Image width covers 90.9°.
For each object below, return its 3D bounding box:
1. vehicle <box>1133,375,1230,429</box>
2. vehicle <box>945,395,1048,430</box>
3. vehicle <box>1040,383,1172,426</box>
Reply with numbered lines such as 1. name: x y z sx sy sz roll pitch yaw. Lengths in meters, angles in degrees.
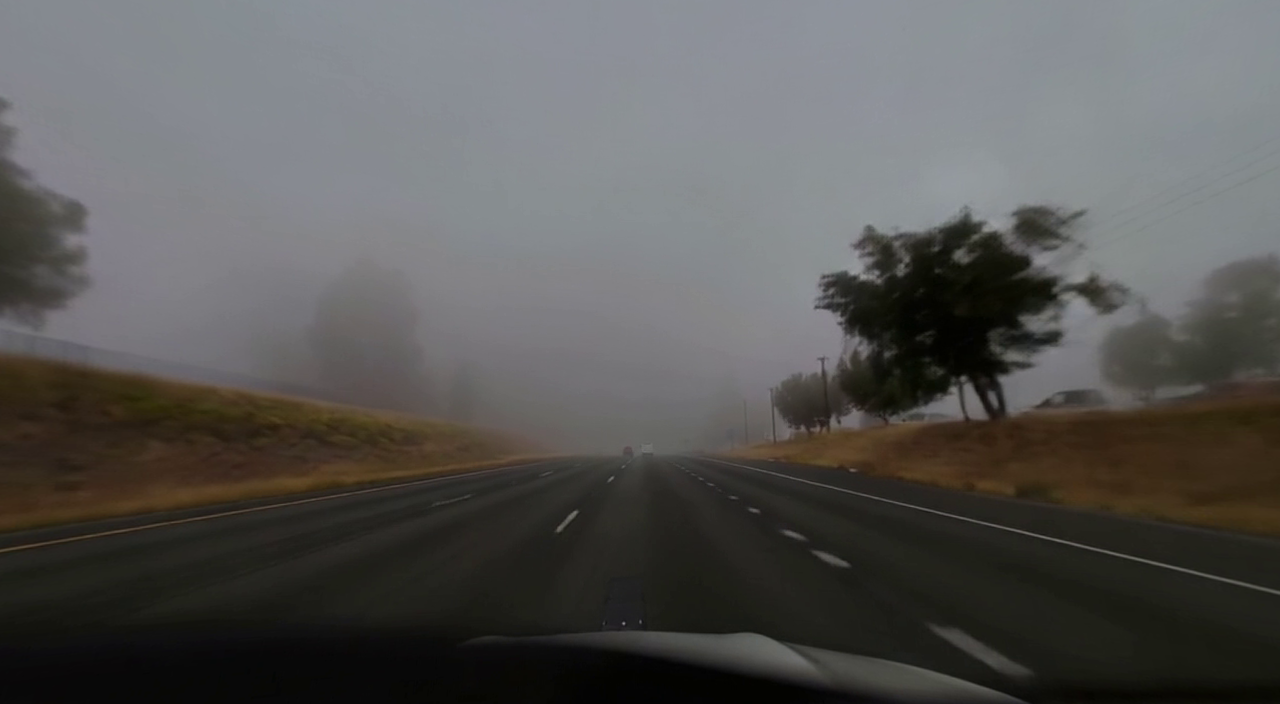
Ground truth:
1. vehicle: 36.988 3.559 42.949 8.349 3.334 2.693 5 -10 -35
2. vehicle: 18.177 3.162 32.324 4.366 1.571 1.844 -5 -9 28
3. vehicle: 18.217 2.130 24.921 3.884 1.482 1.843 -5 -10 28
